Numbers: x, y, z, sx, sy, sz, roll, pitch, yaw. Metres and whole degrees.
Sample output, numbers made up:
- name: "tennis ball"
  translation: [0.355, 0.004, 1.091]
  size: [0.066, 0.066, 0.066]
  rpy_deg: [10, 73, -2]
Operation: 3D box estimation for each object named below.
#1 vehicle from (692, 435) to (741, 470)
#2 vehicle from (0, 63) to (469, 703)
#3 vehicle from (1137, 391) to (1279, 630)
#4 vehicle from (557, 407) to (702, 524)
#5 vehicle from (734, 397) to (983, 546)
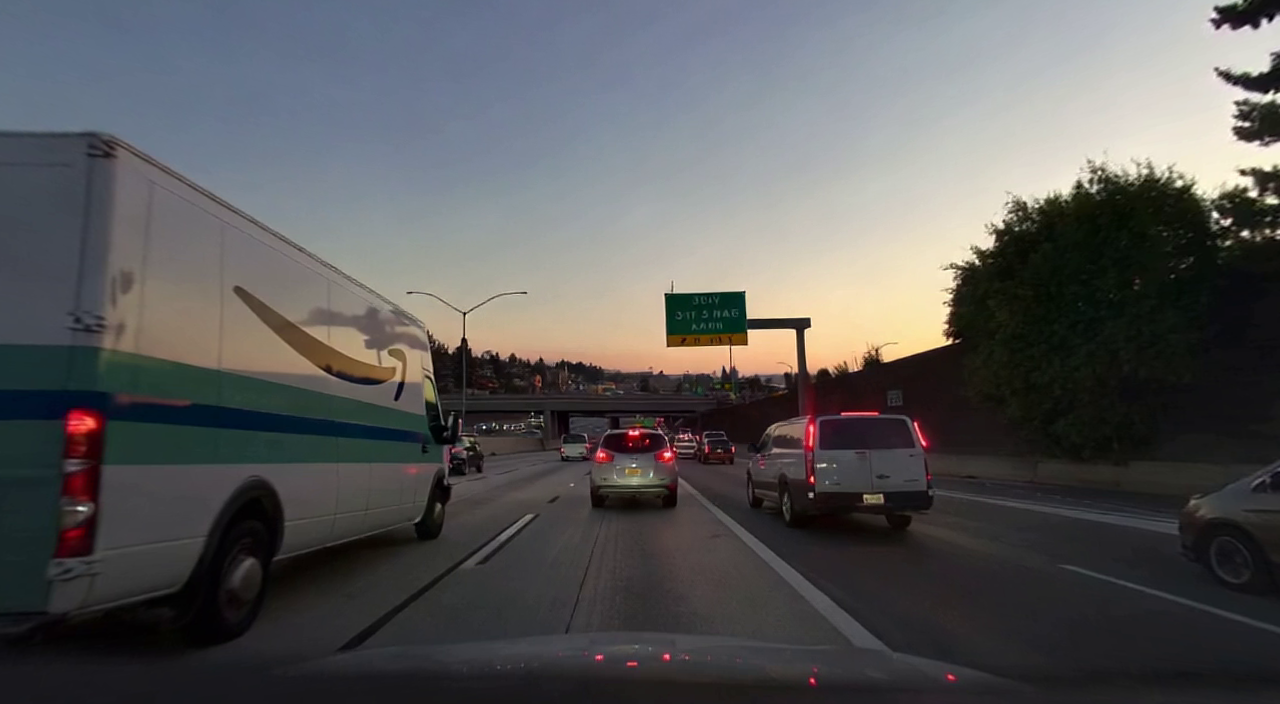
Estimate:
- name: "vehicle"
  translation: [3.969, 5.310, 33.531]
  size: [2.064, 1.720, 4.416]
  rpy_deg: [0, -8, 0]
- name: "vehicle"
  translation: [-3.720, 0.642, 5.763]
  size: [2.415, 2.821, 6.636]
  rpy_deg: [0, -8, 0]
- name: "vehicle"
  translation: [5.589, 1.010, 3.646]
  size: [1.987, 1.689, 4.098]
  rpy_deg: [1, -8, -1]
- name: "vehicle"
  translation: [-0.144, 2.116, 12.210]
  size: [2.287, 1.823, 4.369]
  rpy_deg: [0, -8, 0]
- name: "vehicle"
  translation: [3.193, 1.916, 10.715]
  size: [2.341, 1.890, 5.144]
  rpy_deg: [1, -8, -1]
